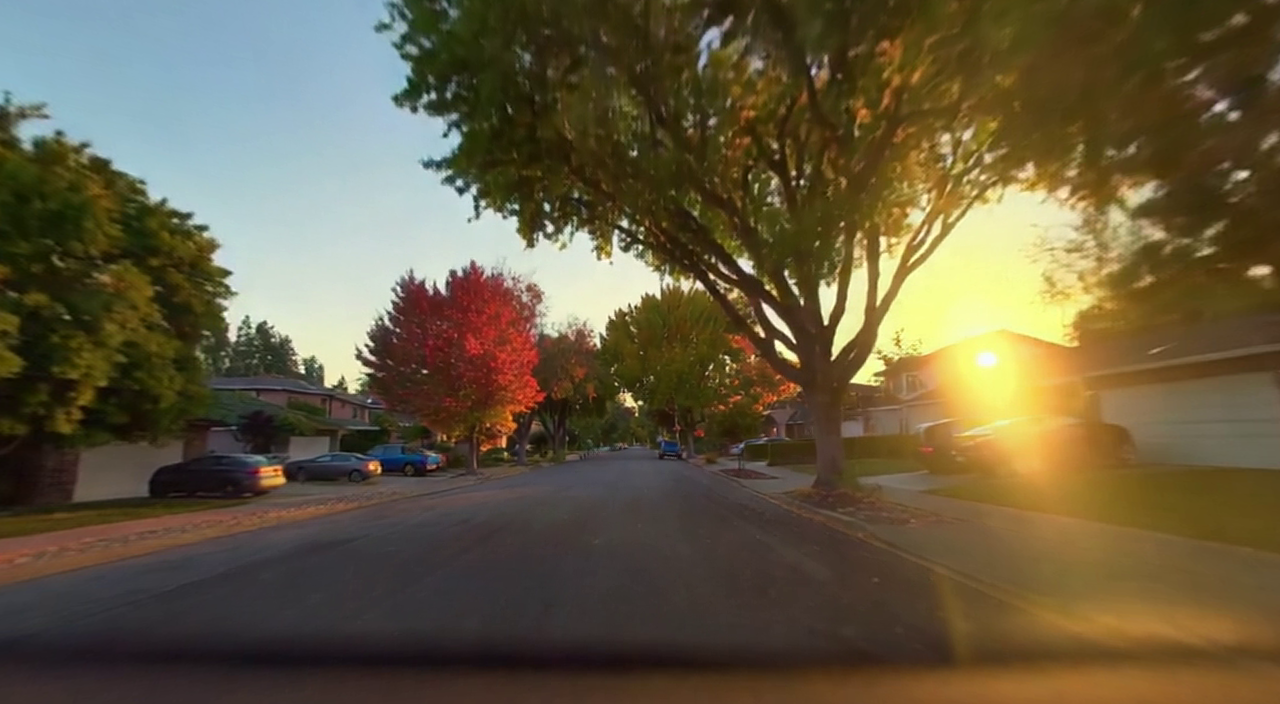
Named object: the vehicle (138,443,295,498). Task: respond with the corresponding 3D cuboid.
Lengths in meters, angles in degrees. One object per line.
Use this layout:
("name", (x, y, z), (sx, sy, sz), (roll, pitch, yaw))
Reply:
("vehicle", (-13.891, 3.872, 21.042), (1.982, 1.596, 3.988), (-2, -9, 12))

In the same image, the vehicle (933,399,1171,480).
("vehicle", (10.636, 2.329, 16.690), (4.582, 1.680, 2.223), (-4, -9, 3))

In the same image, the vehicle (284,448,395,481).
("vehicle", (-14.243, 5.334, 30.144), (4.285, 1.483, 1.954), (0, -9, 0))

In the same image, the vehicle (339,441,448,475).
("vehicle", (-13.993, 6.036, 36.065), (5.286, 1.847, 2.166), (0, -9, 1))
